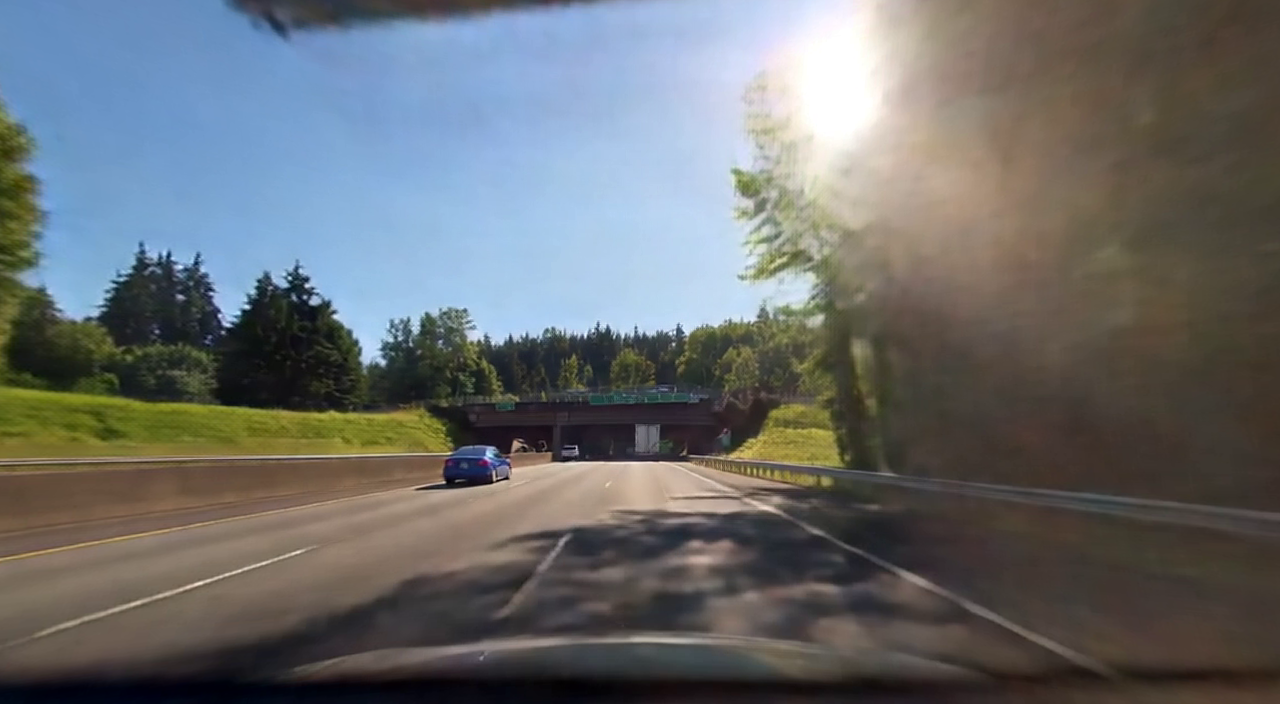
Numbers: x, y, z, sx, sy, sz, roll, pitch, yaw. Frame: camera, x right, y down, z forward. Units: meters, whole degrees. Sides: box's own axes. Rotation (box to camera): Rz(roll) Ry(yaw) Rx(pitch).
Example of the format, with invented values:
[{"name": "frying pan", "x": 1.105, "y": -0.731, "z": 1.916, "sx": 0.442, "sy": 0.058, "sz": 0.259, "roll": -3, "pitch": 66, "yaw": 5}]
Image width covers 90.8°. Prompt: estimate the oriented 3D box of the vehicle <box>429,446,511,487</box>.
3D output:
[{"name": "vehicle", "x": -6.710, "y": 4.559, "z": 25.475, "sx": 2.038, "sy": 1.489, "sz": 4.603, "roll": 0, "pitch": -9, "yaw": 0}]
